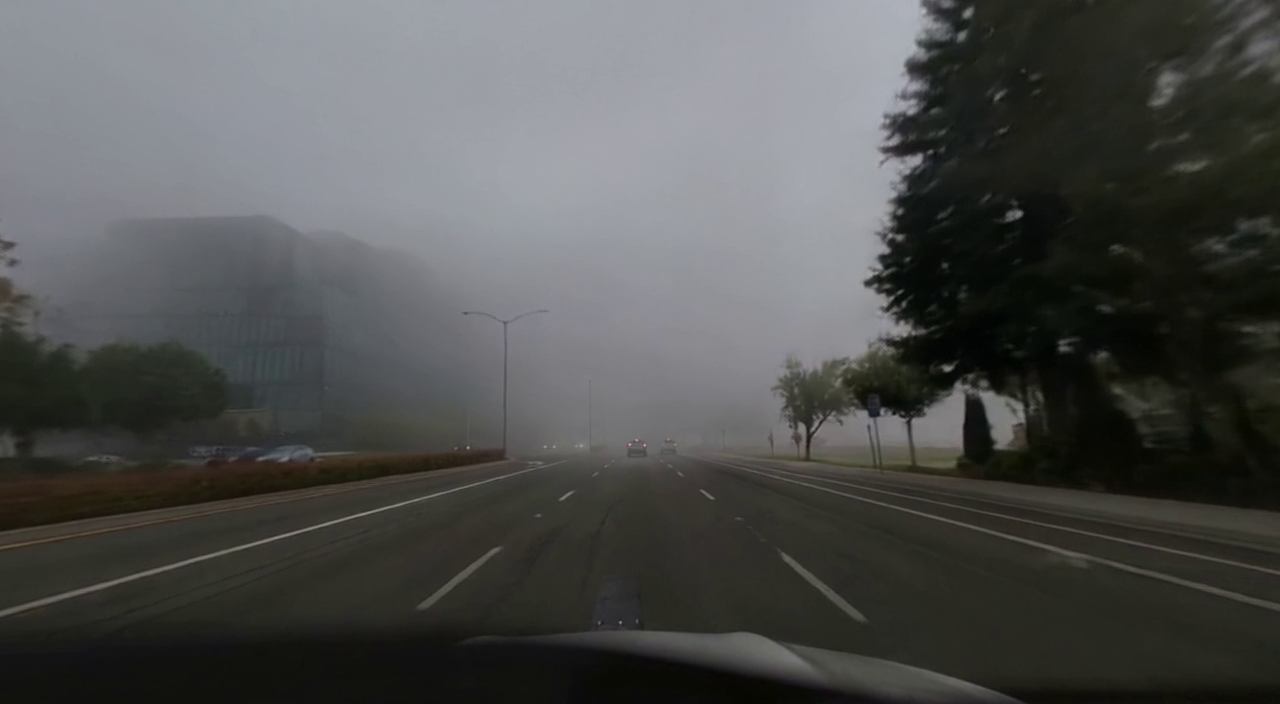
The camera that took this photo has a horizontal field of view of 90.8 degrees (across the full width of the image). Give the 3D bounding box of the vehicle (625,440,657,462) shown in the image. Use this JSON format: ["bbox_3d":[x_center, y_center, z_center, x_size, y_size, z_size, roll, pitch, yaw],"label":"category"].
[{"bbox_3d":[0.035,6.859,43.878,2.080,1.445,4.096,0,-8,-1],"label":"vehicle"}]

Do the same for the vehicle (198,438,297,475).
[{"bbox_3d":[-21.253,5.667,34.531,2.308,1.840,5.236,1,-8,-4],"label":"vehicle"}]
